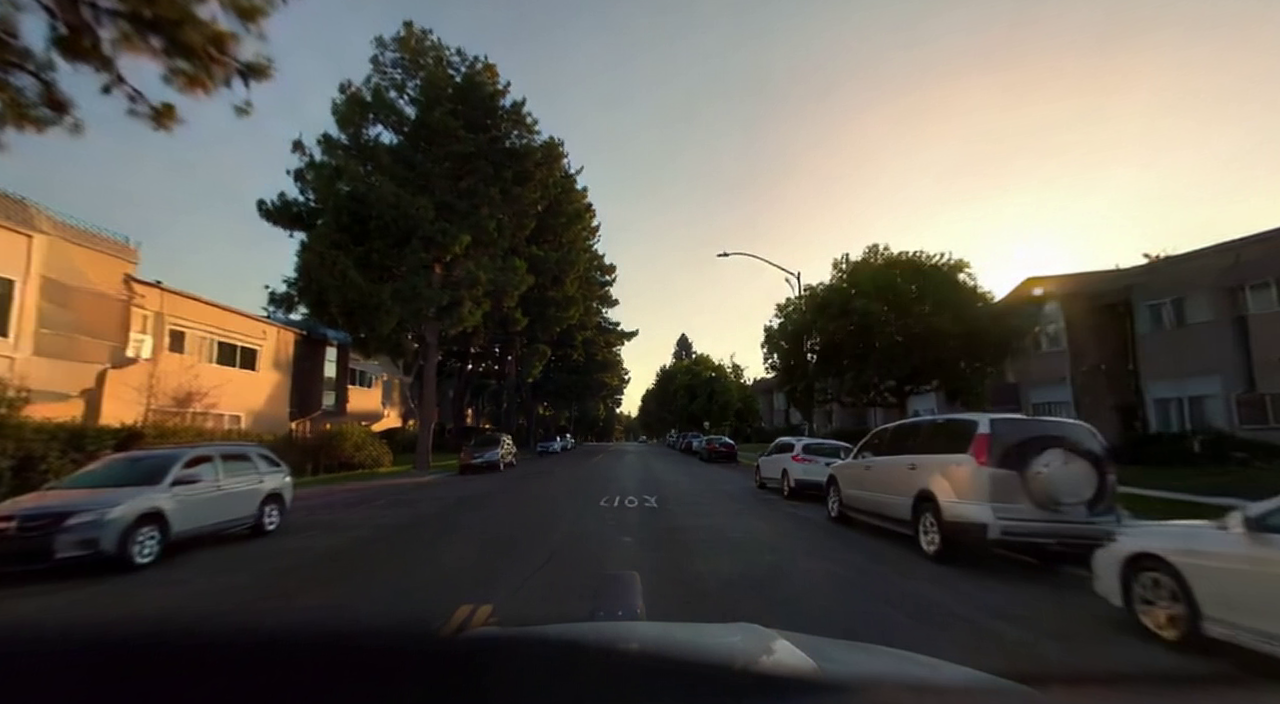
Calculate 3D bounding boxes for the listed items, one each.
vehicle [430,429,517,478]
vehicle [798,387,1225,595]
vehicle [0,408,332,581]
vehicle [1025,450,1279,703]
[{"bbox_3d":[-7.115,4.499,27.644,2.384,1.781,5.492,-3,-10,-1],"label":"vehicle"},{"bbox_3d":[4.307,1.768,9.069,2.365,1.970,6.011,0,-9,-1],"label":"vehicle"},{"bbox_3d":[-6.952,1.993,9.406,2.235,1.802,5.138,-2,-10,-2],"label":"vehicle"},{"bbox_3d":[4.390,1.220,3.203,1.823,1.393,4.584,0,-9,-2],"label":"vehicle"}]
